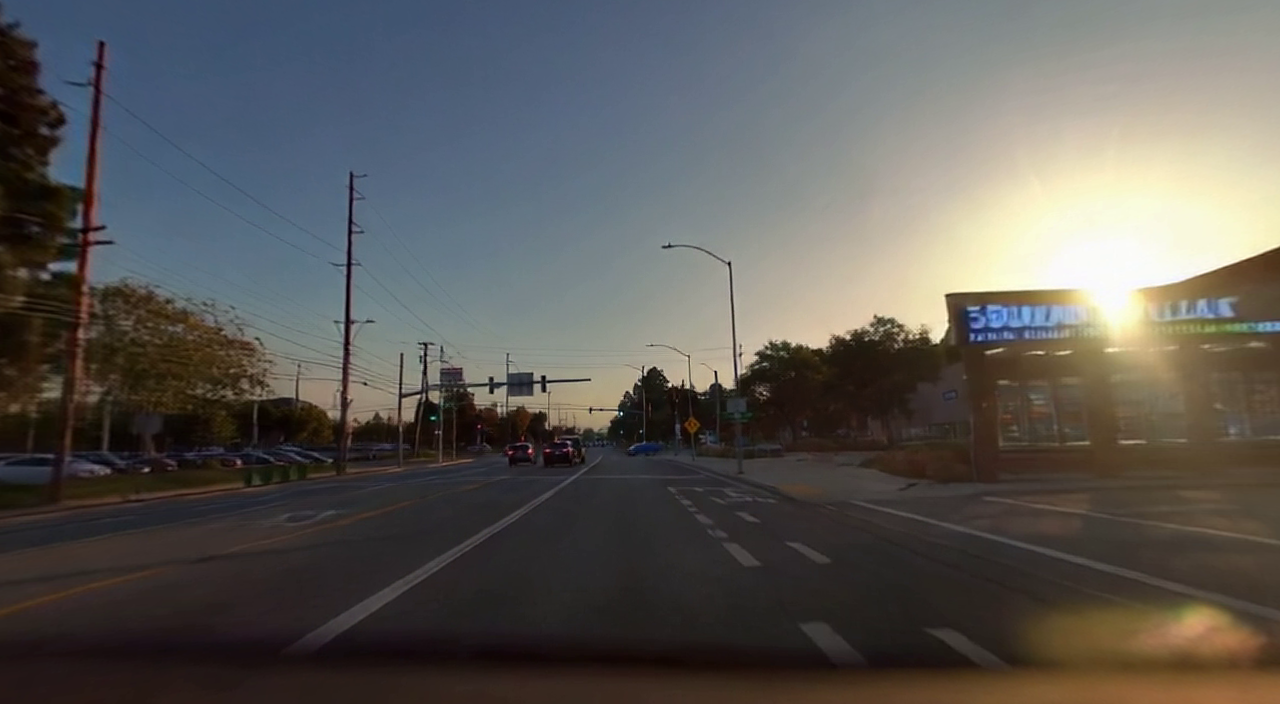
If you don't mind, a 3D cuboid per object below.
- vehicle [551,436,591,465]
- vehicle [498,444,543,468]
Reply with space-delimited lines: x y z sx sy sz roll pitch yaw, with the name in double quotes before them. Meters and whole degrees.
"vehicle" -4.809 6.935 44.704 2.371 1.926 5.099 0 -8 -2
"vehicle" -7.422 6.475 39.496 2.010 1.455 4.271 0 -8 0
